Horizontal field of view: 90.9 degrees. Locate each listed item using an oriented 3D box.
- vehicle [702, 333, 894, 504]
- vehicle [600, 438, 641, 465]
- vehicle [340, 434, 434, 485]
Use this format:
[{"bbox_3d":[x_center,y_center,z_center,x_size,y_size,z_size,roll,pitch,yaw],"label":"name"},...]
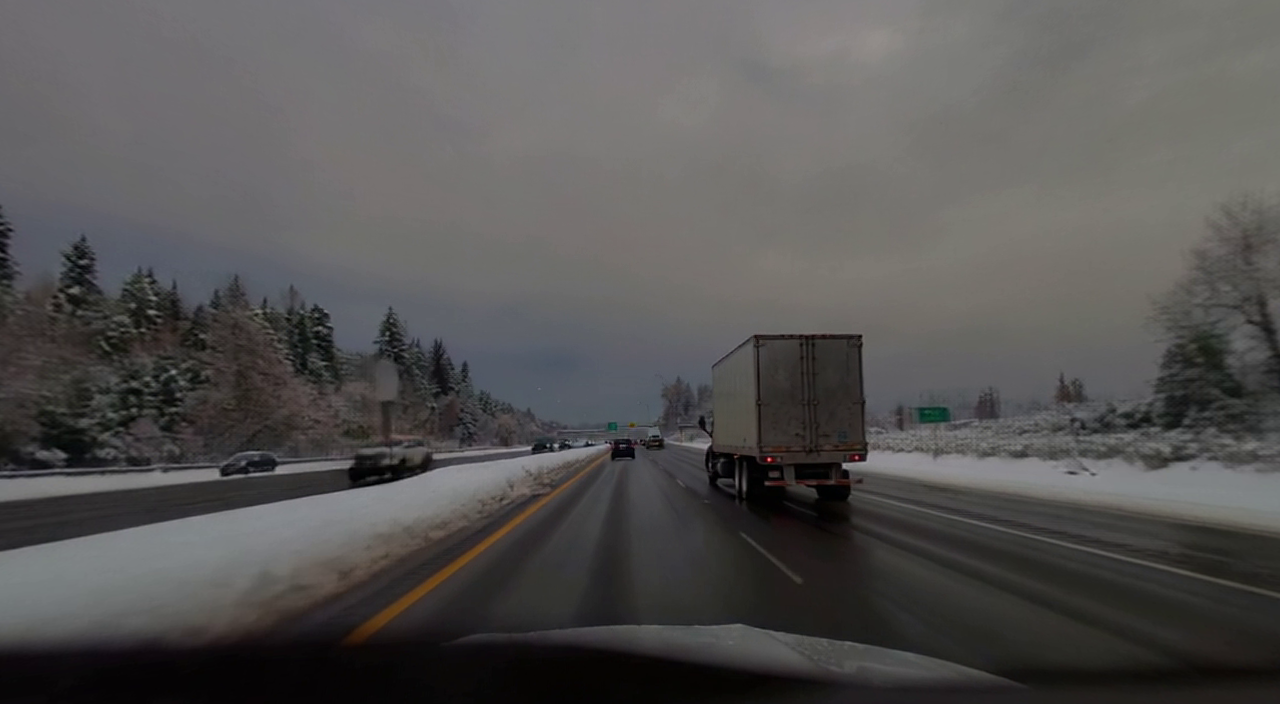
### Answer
[{"bbox_3d":[3.658,1.891,17.142,2.921,3.526,8.207,0,-8,-1],"label":"vehicle"},{"bbox_3d":[-1.107,5.774,36.961,2.259,1.466,3.693,0,-8,-1],"label":"vehicle"},{"bbox_3d":[-9.494,4.015,24.051,1.985,1.746,3.918,0,-8,-1],"label":"vehicle"}]
